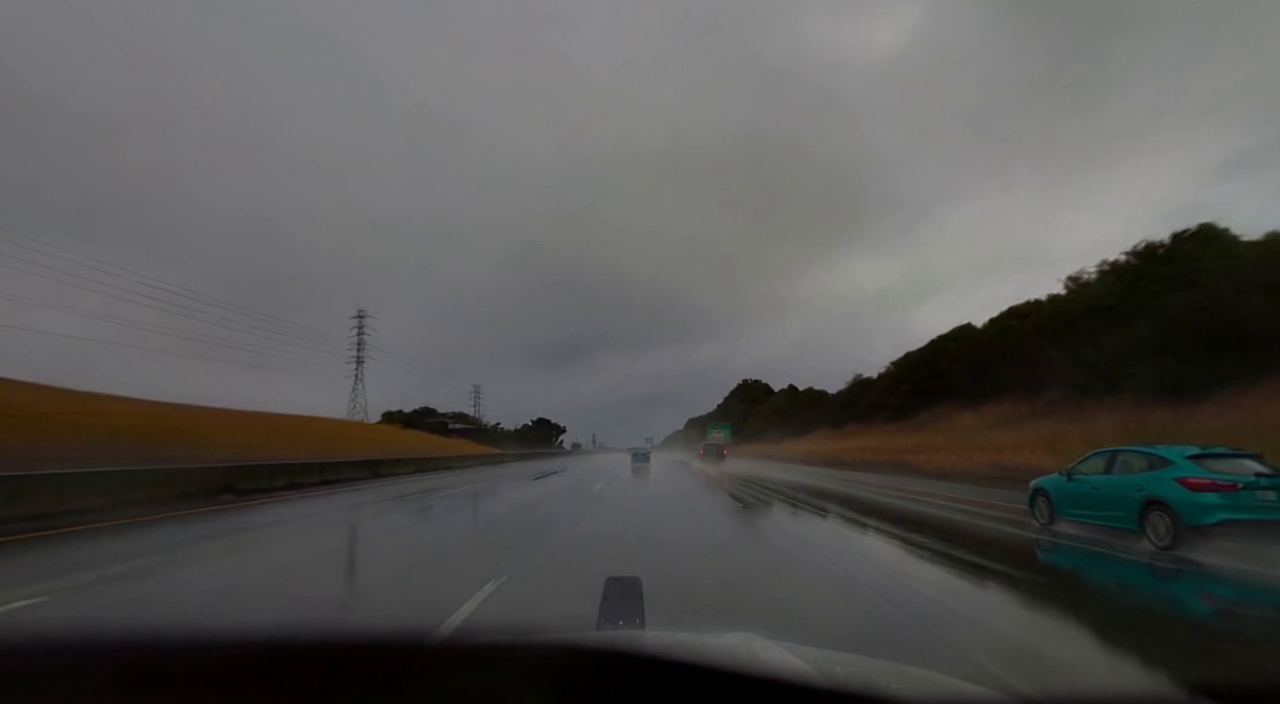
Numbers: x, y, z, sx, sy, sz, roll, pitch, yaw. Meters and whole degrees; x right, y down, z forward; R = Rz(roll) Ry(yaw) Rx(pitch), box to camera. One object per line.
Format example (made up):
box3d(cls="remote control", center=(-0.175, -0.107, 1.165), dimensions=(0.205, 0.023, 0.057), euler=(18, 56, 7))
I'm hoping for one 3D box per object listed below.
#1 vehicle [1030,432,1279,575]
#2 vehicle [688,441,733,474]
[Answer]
box3d(cls="vehicle", center=(7.999, 1.958, 8.855), dimensions=(1.970, 1.545, 4.818), euler=(0, -8, 0))
box3d(cls="vehicle", center=(4.054, 6.143, 37.034), dimensions=(2.159, 1.782, 4.673), euler=(0, -9, 1))
